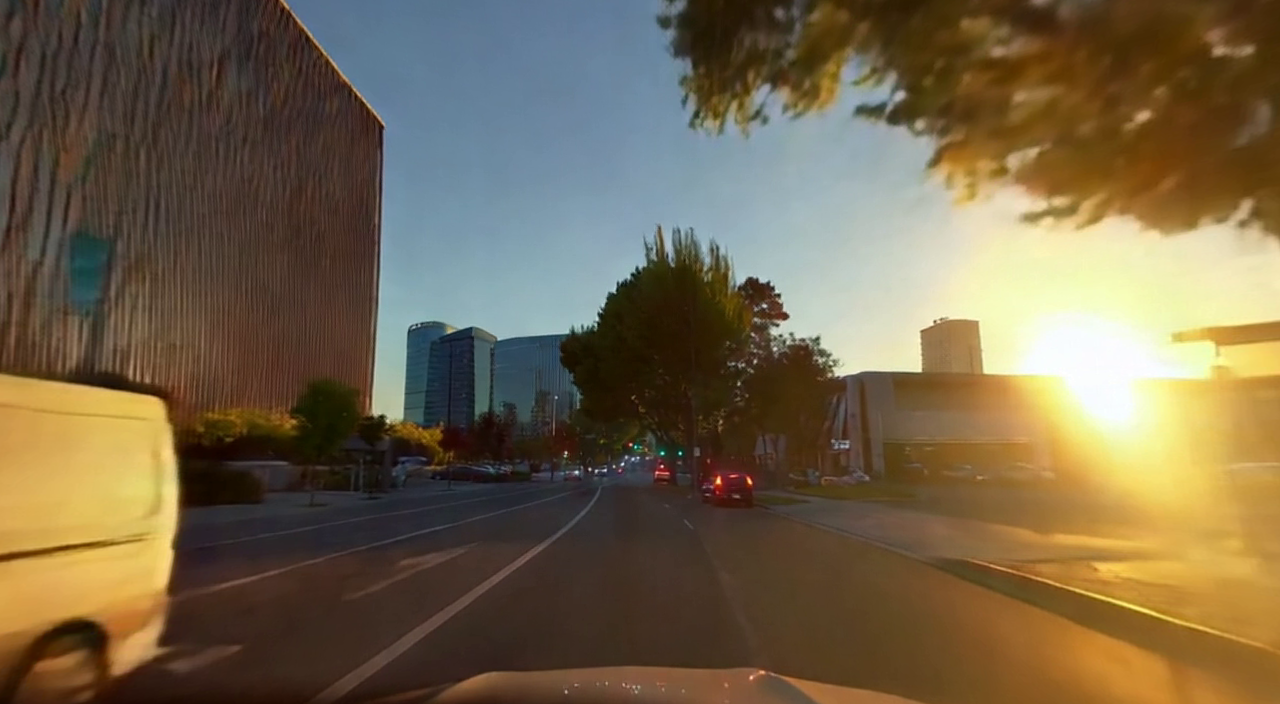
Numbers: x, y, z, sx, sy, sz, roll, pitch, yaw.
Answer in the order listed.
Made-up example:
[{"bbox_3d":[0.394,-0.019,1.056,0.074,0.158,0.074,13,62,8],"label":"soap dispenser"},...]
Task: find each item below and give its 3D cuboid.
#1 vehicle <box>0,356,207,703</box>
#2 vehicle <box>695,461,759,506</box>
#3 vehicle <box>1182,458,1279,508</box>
[{"bbox_3d":[-3.554,0.678,1.523,1.956,1.680,4.126,1,-10,1],"label":"vehicle"},{"bbox_3d":[3.152,4.845,23.493,1.899,1.470,3.666,1,-10,0],"label":"vehicle"},{"bbox_3d":[17.805,3.734,18.142,2.767,1.307,1.673,-1,-10,2],"label":"vehicle"}]
